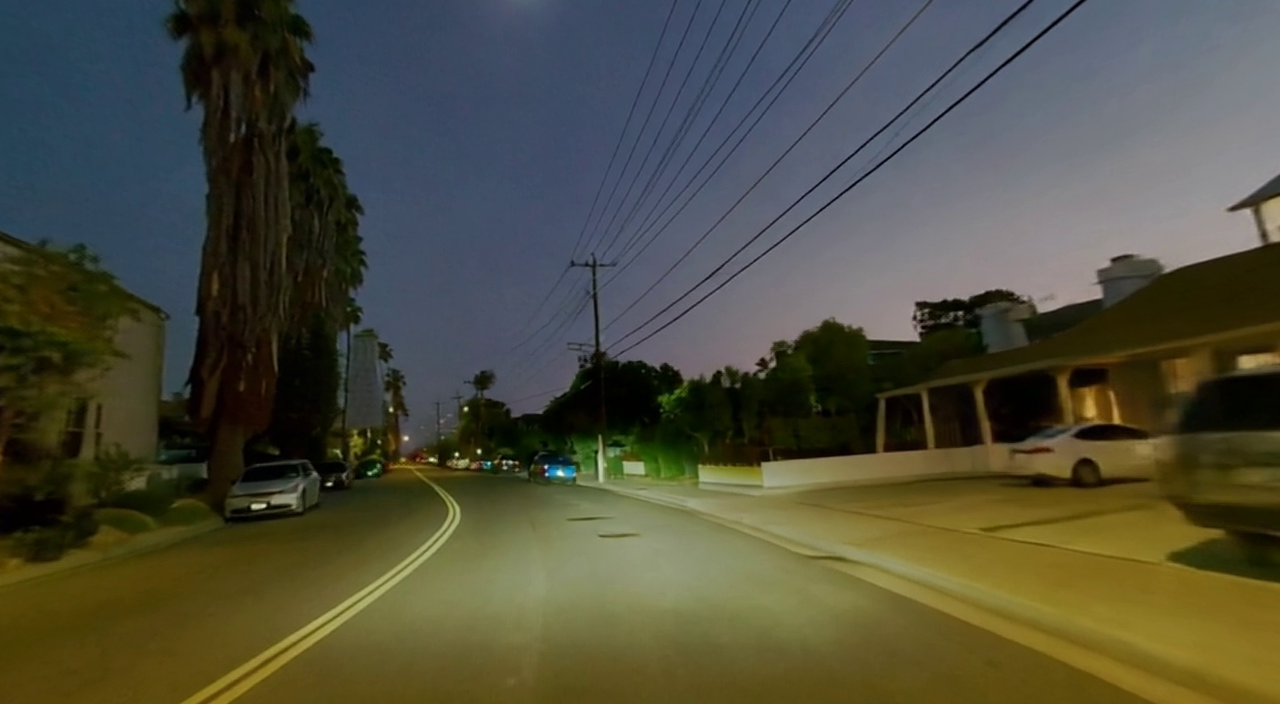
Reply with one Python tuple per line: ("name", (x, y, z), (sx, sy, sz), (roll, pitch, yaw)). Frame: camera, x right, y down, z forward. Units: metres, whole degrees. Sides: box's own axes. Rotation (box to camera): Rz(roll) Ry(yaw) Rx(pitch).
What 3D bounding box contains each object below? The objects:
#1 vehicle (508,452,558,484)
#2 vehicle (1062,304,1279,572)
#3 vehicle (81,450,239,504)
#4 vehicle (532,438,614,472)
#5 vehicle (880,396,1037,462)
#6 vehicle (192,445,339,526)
("vehicle", (-5.625, 5.980, 32.919), (1.870, 1.490, 3.802), (3, -9, -20))
("vehicle", (7.334, 0.817, 5.977), (5.102, 2.040, 2.472), (1, -8, -10))
("vehicle", (-17.627, 4.576, 23.426), (4.060, 1.843, 1.979), (2, -9, -11))
("vehicle", (-5.160, 7.808, 48.047), (5.900, 2.328, 2.603), (1, -8, -13))
("vehicle", (11.507, 2.817, 22.904), (4.795, 2.190, 2.305), (3, -9, -20))
("vehicle", (-10.057, 3.600, 17.472), (2.410, 1.790, 4.699), (0, -10, -17))
